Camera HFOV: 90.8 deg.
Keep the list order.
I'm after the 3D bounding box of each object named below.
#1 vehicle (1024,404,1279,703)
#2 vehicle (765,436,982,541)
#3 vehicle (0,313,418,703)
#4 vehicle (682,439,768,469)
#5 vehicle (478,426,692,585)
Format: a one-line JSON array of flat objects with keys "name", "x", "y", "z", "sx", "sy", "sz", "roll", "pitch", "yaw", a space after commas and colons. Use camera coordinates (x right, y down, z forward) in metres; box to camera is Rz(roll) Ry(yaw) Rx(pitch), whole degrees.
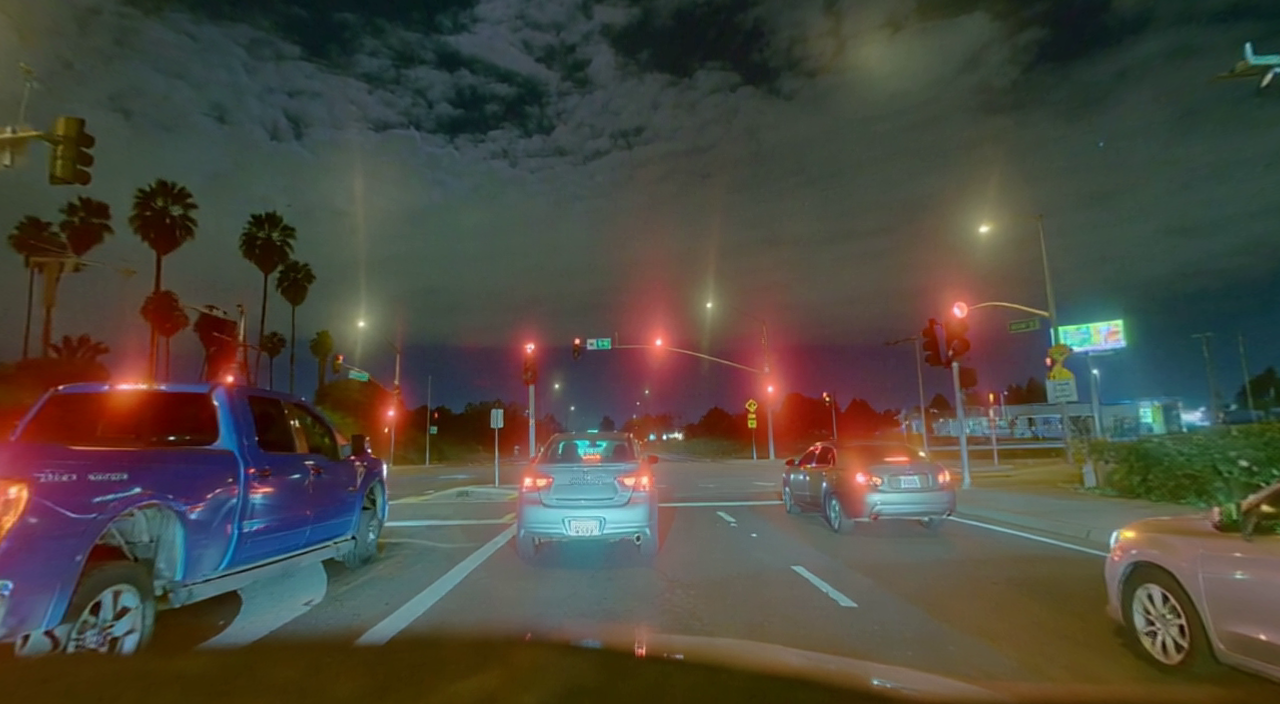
[{"name": "vehicle", "x": 3.874, "y": 0.908, "z": 2.299, "sx": 2.052, "sy": 1.496, "sz": 4.541, "roll": 0, "pitch": -9, "yaw": -1}, {"name": "vehicle", "x": 3.705, "y": 2.239, "z": 11.083, "sx": 1.965, "sy": 1.448, "sz": 4.486, "roll": 0, "pitch": -9, "yaw": -2}, {"name": "vehicle", "x": -3.787, "y": 1.122, "z": 5.057, "sx": 2.078, "sy": 1.838, "sz": 5.448, "roll": 0, "pitch": -9, "yaw": -1}, {"name": "vehicle", "x": 4.213, "y": 5.163, "z": 32.090, "sx": 1.878, "sy": 1.428, "sz": 4.416, "roll": 5, "pitch": -10, "yaw": -33}, {"name": "vehicle", "x": -0.613, "y": 1.771, "z": 8.143, "sx": 2.035, "sy": 1.491, "sz": 4.090, "roll": 0, "pitch": -9, "yaw": -3}]
